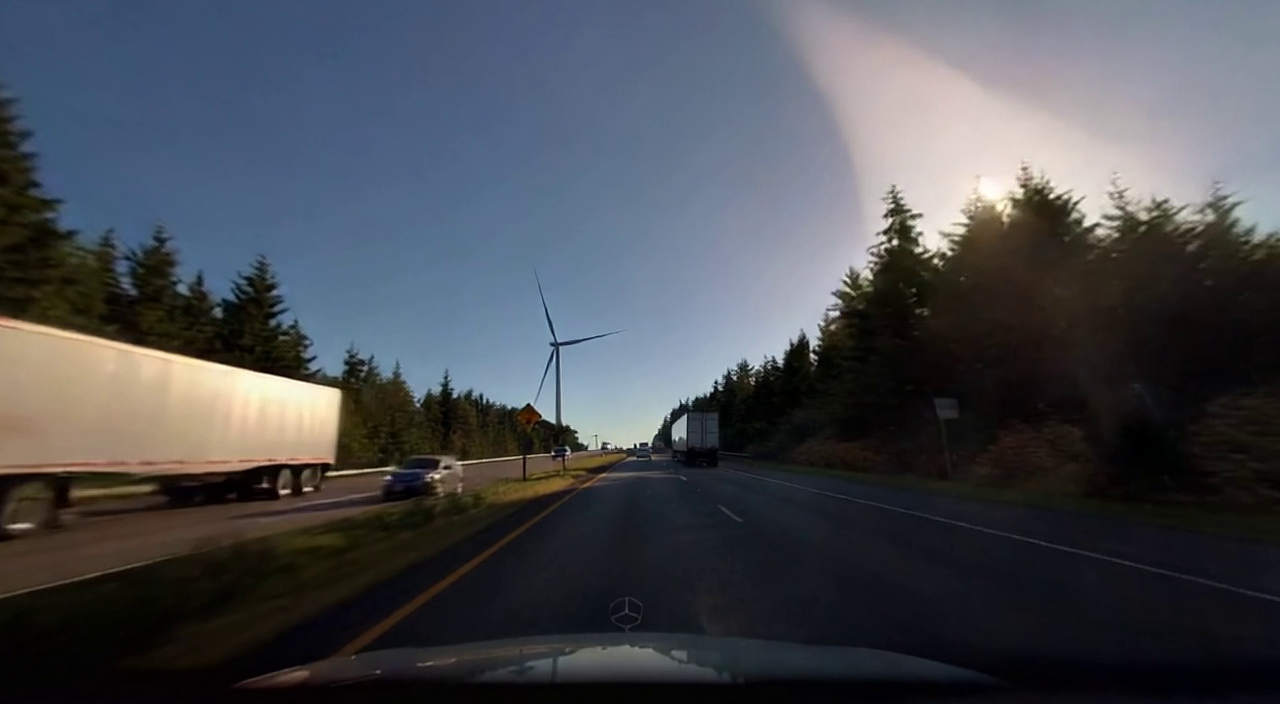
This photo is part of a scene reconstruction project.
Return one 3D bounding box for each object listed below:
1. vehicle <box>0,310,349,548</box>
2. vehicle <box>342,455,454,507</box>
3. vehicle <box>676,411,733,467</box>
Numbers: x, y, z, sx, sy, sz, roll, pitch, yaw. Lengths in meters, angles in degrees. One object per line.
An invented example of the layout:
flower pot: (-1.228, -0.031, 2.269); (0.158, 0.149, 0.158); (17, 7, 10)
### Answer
vehicle: (-12.559, 2.210, 16.445); (2.916, 4.112, 14.233); (0, -9, 1)
vehicle: (-7.641, 4.096, 20.375); (2.005, 1.485, 3.893); (0, -9, 1)
vehicle: (4.428, 6.327, 45.233); (2.903, 3.602, 9.351); (0, -9, -1)
